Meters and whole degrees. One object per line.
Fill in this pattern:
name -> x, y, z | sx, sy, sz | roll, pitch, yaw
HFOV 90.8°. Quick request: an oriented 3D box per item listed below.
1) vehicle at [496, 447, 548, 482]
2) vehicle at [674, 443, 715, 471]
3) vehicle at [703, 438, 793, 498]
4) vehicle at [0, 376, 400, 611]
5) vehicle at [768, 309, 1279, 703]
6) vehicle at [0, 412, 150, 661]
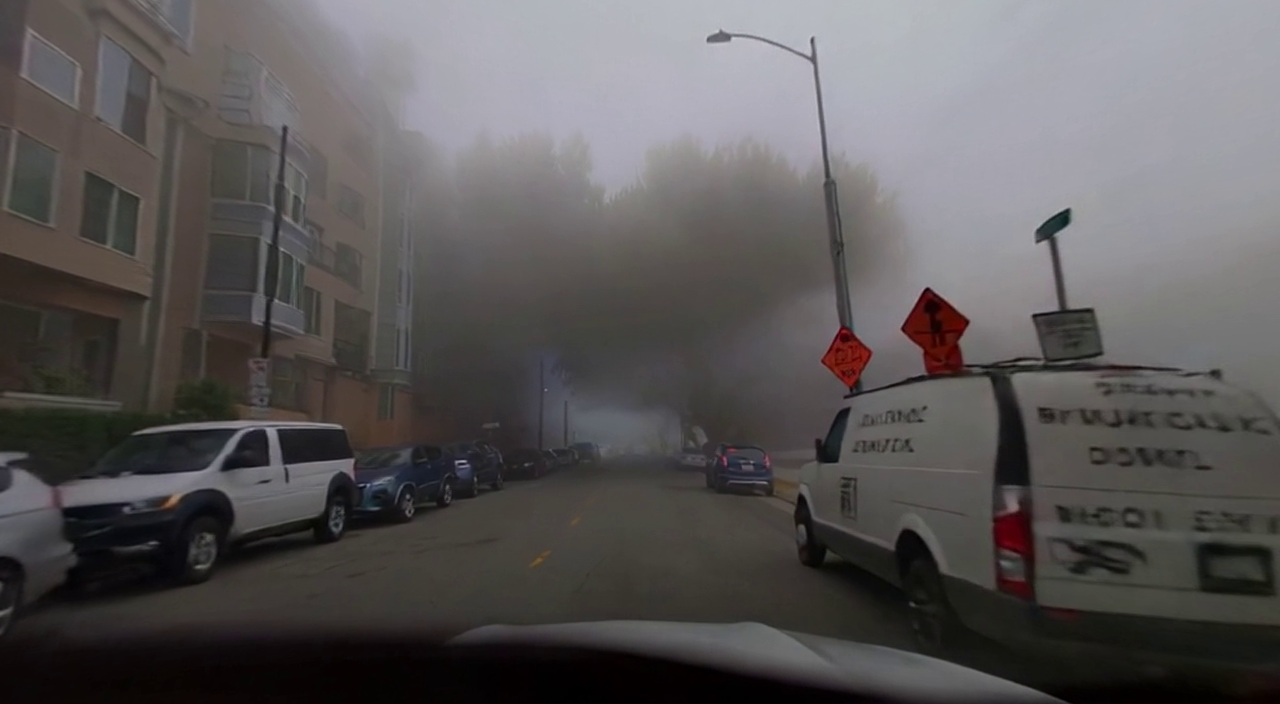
vehicle -> -5.397, 5.163, 29.296 | 1.722, 1.491, 3.431 | 0, -9, 0
vehicle -> 3.068, 6.038, 36.320 | 1.835, 1.490, 4.134 | 0, -9, -2
vehicle -> 2.979, 3.297, 18.234 | 1.903, 1.512, 3.900 | 0, -9, 0
vehicle -> -5.444, 1.723, 8.660 | 2.196, 2.059, 5.748 | -2, -9, -1
vehicle -> 2.776, 1.003, 5.032 | 2.259, 2.119, 5.281 | -1, -2, -2
vehicle -> -5.451, 1.124, 3.339 | 1.838, 1.725, 4.660 | 0, -9, 2
